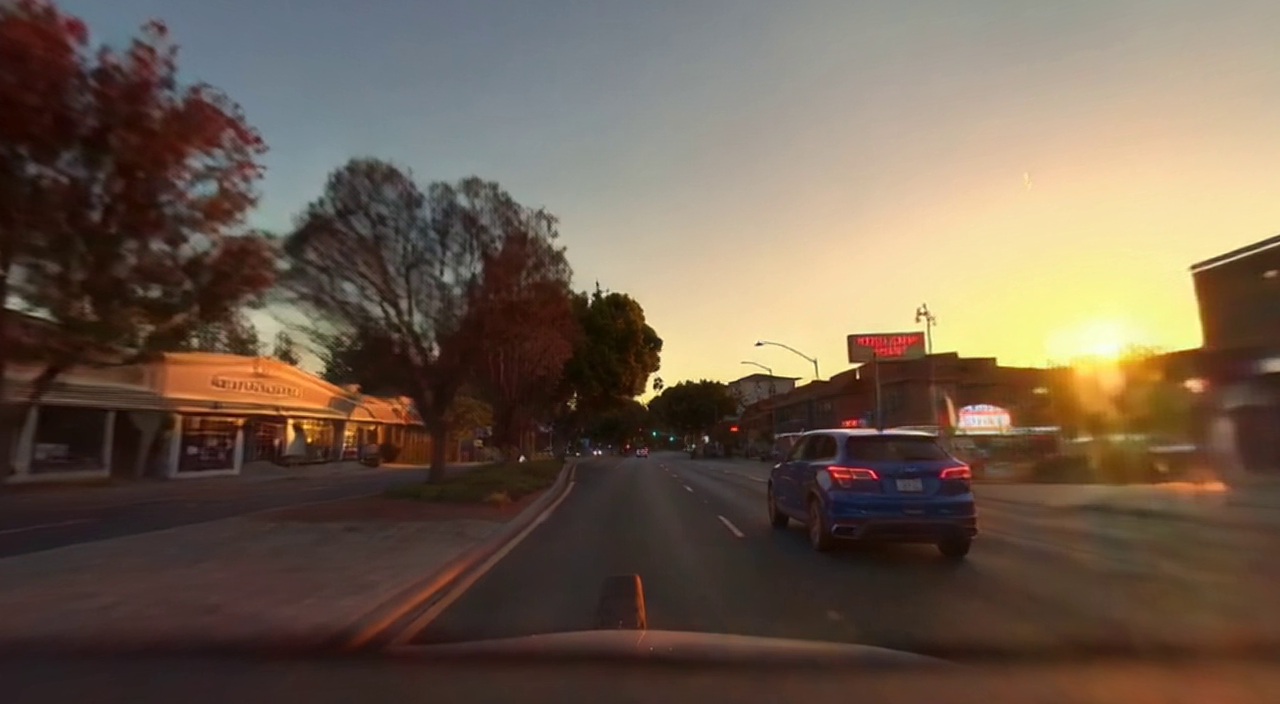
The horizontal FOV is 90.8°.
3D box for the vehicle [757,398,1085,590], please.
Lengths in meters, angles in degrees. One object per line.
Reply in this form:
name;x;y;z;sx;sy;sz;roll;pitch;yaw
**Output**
vehicle;3.084;1.683;8.329;2.130;1.790;4.615;0;-9;-1
